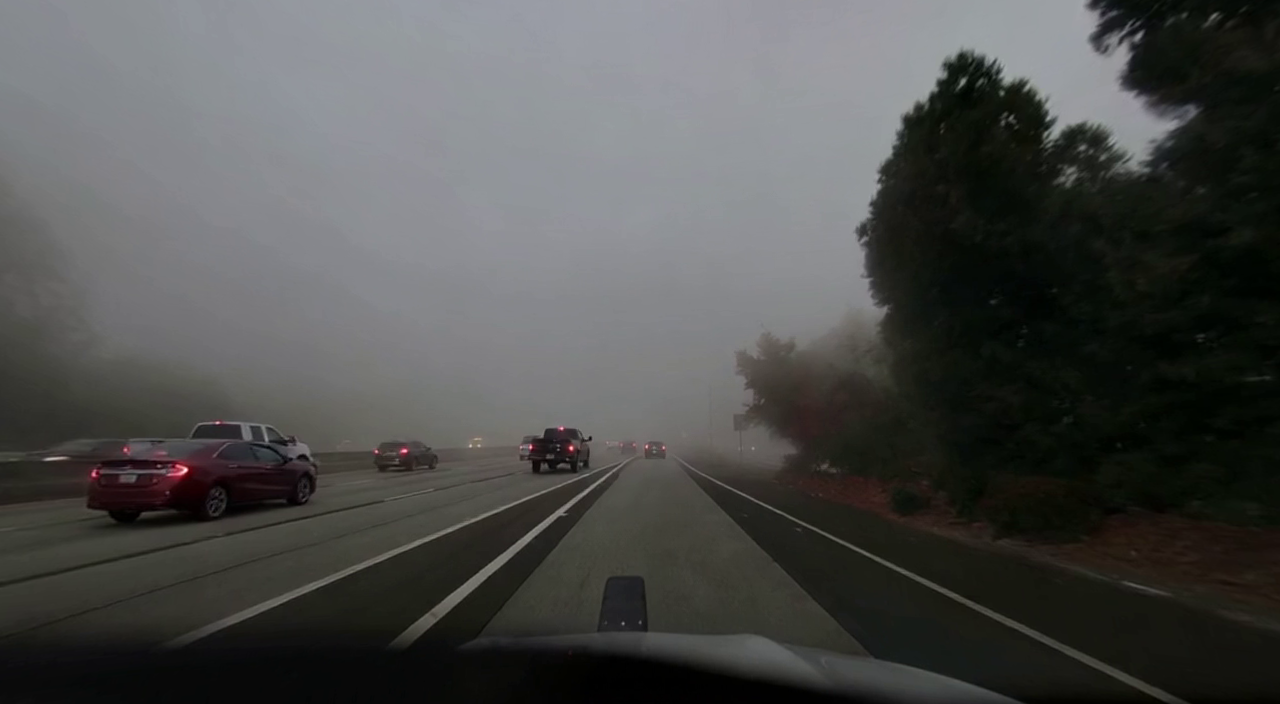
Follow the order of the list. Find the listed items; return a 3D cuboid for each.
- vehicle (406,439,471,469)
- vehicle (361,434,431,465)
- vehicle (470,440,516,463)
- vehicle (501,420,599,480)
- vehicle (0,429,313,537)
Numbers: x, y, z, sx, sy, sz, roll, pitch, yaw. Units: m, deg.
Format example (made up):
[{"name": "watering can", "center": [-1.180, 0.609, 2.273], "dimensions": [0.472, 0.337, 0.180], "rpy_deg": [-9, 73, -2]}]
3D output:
[{"name": "vehicle", "center": [-10.657, 5.419, 33.567], "dimensions": [1.884, 1.453, 4.579], "rpy_deg": [0, -8, 2]}, {"name": "vehicle", "center": [-14.417, 5.801, 37.450], "dimensions": [2.090, 1.707, 4.747], "rpy_deg": [-1, -8, 3]}, {"name": "vehicle", "center": [-10.178, 6.901, 43.793], "dimensions": [1.915, 1.472, 4.502], "rpy_deg": [-1, -8, 3]}, {"name": "vehicle", "center": [-3.379, 3.932, 25.407], "dimensions": [2.815, 2.092, 6.526], "rpy_deg": [0, -8, 2]}, {"name": "vehicle", "center": [-8.004, 2.153, 11.034], "dimensions": [1.964, 1.481, 4.425], "rpy_deg": [-1, -8, 3]}]
